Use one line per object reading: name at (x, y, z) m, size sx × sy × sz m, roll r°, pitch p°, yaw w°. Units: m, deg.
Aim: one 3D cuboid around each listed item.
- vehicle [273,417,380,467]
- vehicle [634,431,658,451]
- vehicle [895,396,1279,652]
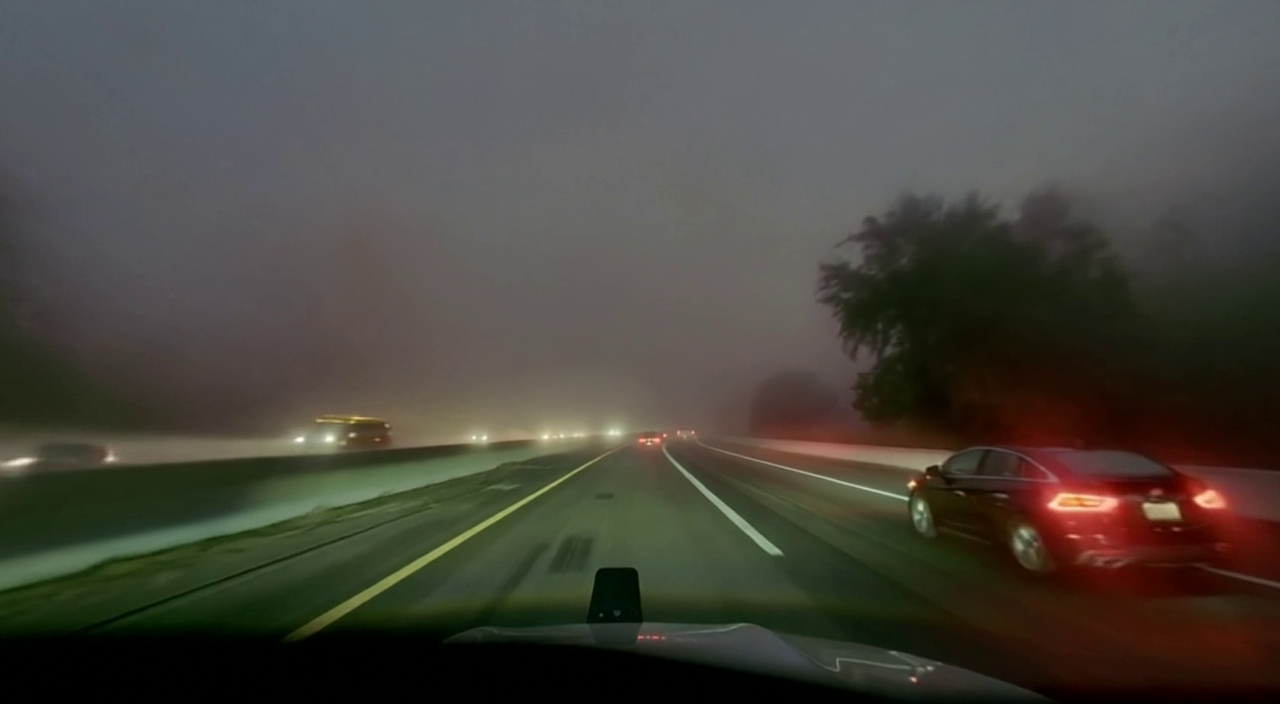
vehicle at (-15.685, 4.536, 31.940) m, size 2.370 × 2.311 × 5.764 m, roll 0°, pitch -8°, yaw 1°
vehicle at (0.430, 6.793, 48.032) m, size 1.771 × 1.480 × 3.781 m, roll 0°, pitch -8°, yaw 0°
vehicle at (4.045, 1.291, 5.722) m, size 1.834 × 1.548 × 3.651 m, roll 0°, pitch -8°, yaw -1°
